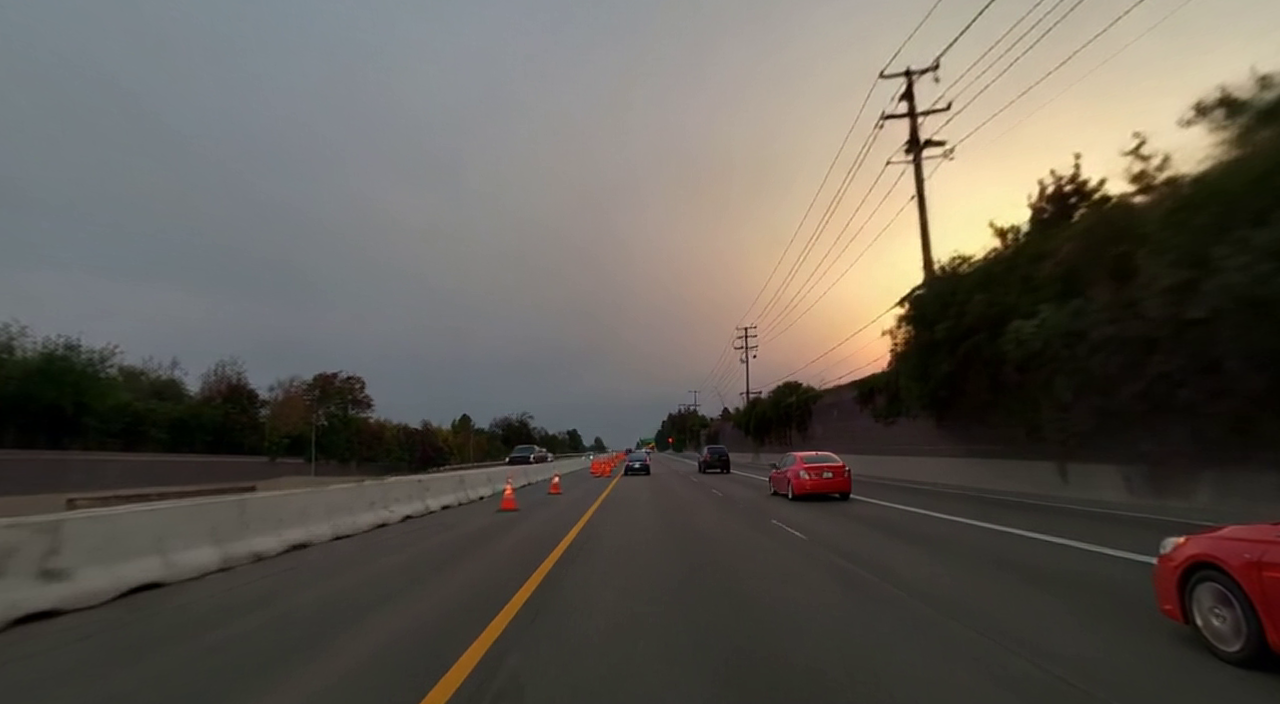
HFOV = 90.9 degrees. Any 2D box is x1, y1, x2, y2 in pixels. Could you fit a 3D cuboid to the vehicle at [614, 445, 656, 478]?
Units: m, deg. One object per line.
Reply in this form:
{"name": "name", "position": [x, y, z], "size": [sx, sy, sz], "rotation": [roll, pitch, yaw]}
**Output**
{"name": "vehicle", "position": [-0.214, 5.755, 33.484], "size": [2.096, 1.583, 4.150], "rotation": [0, -8, 1]}

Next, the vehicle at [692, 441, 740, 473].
{"name": "vehicle", "position": [4.946, 6.929, 41.965], "size": [2.559, 1.943, 5.610], "rotation": [0, -8, 1]}

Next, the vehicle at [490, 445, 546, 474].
{"name": "vehicle", "position": [-7.604, 6.738, 39.862], "size": [2.308, 1.694, 4.945], "rotation": [-1, -8, 2]}

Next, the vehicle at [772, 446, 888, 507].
{"name": "vehicle", "position": [4.956, 3.280, 17.093], "size": [1.881, 1.409, 4.016], "rotation": [0, -8, 0]}

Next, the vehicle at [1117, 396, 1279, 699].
{"name": "vehicle", "position": [4.331, 0.837, 2.054], "size": [1.997, 1.568, 4.529], "rotation": [0, -8, 0]}
